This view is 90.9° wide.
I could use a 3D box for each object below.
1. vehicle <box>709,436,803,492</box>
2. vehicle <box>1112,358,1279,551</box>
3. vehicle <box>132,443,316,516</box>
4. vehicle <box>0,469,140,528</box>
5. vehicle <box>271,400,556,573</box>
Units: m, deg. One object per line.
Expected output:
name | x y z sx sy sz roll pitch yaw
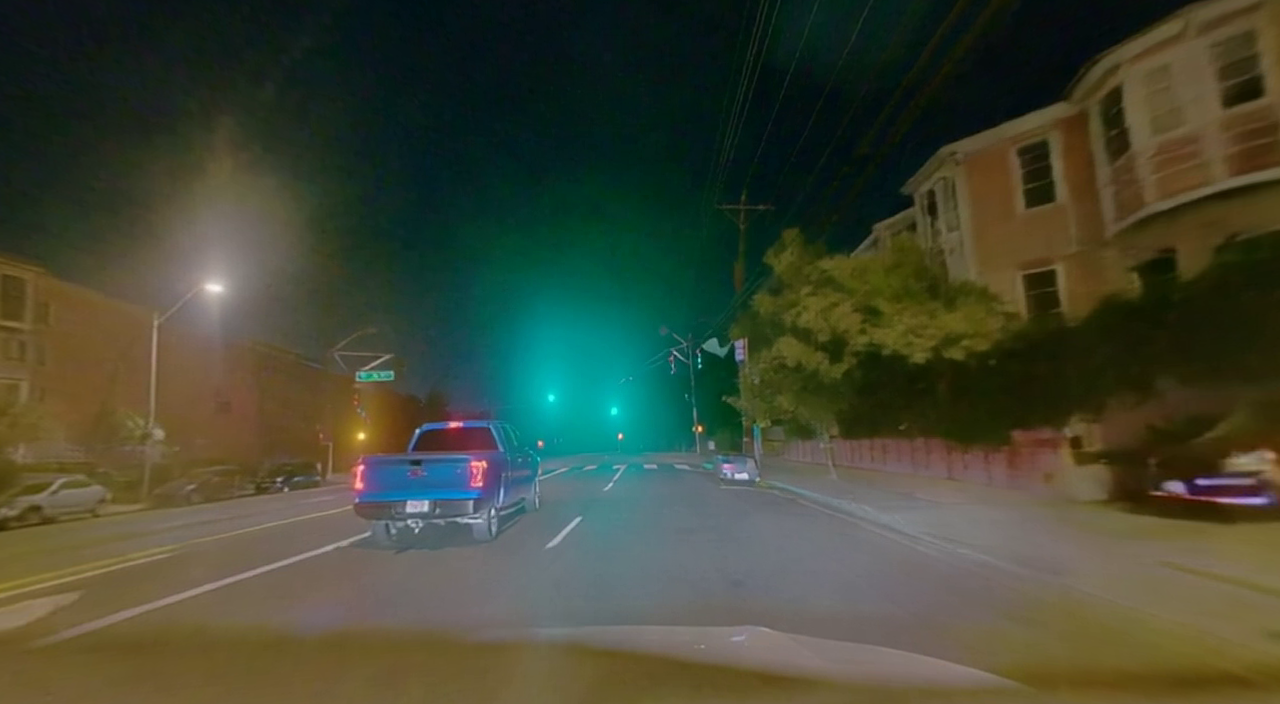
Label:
vehicle | 3.446 3.420 19.581 2.012 1.491 4.333 0 -9 -1
vehicle | 9.002 1.058 6.863 5.715 1.822 2.324 -1 -7 3
vehicle | -12.115 3.695 18.909 2.089 1.849 4.940 -1 -9 1
vehicle | -18.945 4.671 20.495 1.820 1.511 4.294 0 -8 0
vehicle | -2.862 1.880 9.661 2.242 1.890 5.306 -1 -9 2
